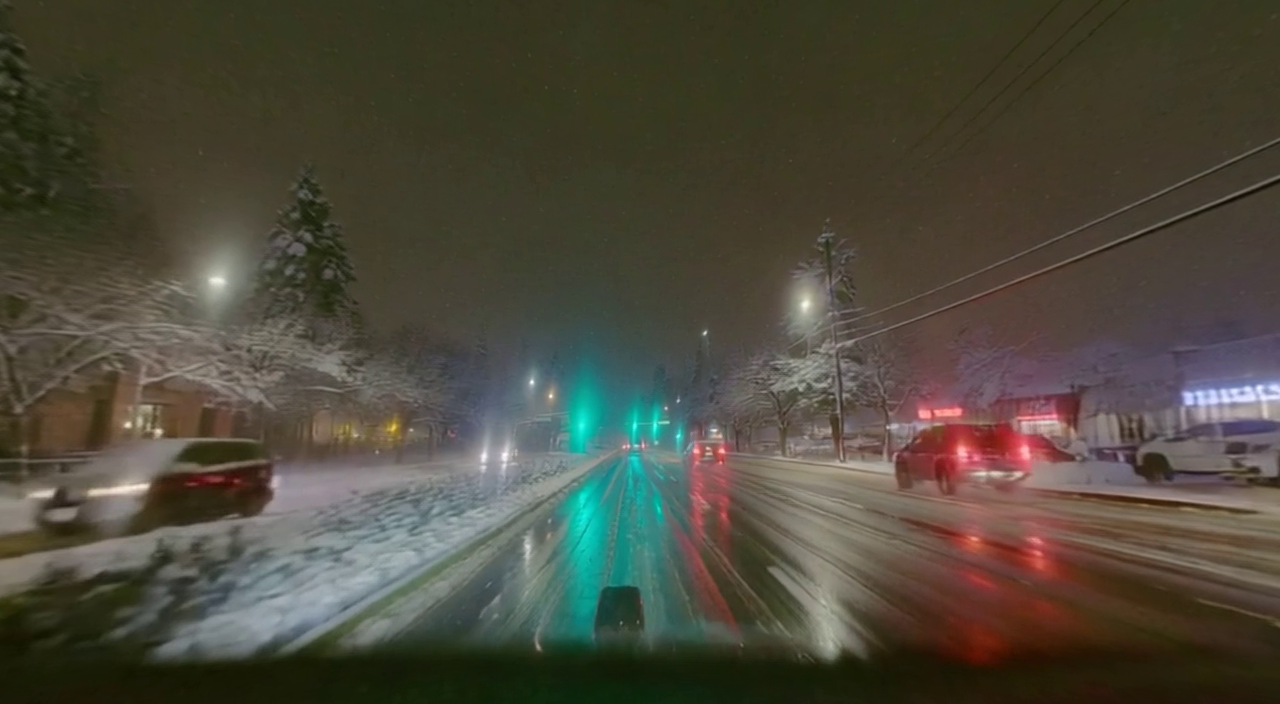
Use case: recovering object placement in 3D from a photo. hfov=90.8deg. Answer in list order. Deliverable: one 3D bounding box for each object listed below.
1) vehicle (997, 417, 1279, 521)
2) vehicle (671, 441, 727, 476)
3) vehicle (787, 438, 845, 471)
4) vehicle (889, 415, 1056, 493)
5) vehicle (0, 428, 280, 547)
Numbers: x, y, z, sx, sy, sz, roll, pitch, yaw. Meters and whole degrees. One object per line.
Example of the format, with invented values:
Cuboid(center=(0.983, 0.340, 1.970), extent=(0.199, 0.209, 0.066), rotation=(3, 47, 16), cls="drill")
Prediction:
Cuboid(center=(10.270, 2.440, 13.727), extent=(2.045, 1.831, 5.000), rotation=(0, -8, 0), cls="vehicle")
Cuboid(center=(2.653, 4.928, 29.442), extent=(2.099, 1.463, 4.365), rotation=(0, -8, -1), cls="vehicle")
Cuboid(center=(10.233, 6.000, 37.189), extent=(1.987, 1.746, 4.569), rotation=(0, -8, -2), cls="vehicle")
Cuboid(center=(10.266, 3.228, 20.261), extent=(2.154, 2.099, 5.756), rotation=(0, -8, -1), cls="vehicle")
Cuboid(center=(-8.520, 2.176, 10.866), extent=(2.023, 1.579, 4.526), rotation=(0, -8, -1), cls="vehicle")
